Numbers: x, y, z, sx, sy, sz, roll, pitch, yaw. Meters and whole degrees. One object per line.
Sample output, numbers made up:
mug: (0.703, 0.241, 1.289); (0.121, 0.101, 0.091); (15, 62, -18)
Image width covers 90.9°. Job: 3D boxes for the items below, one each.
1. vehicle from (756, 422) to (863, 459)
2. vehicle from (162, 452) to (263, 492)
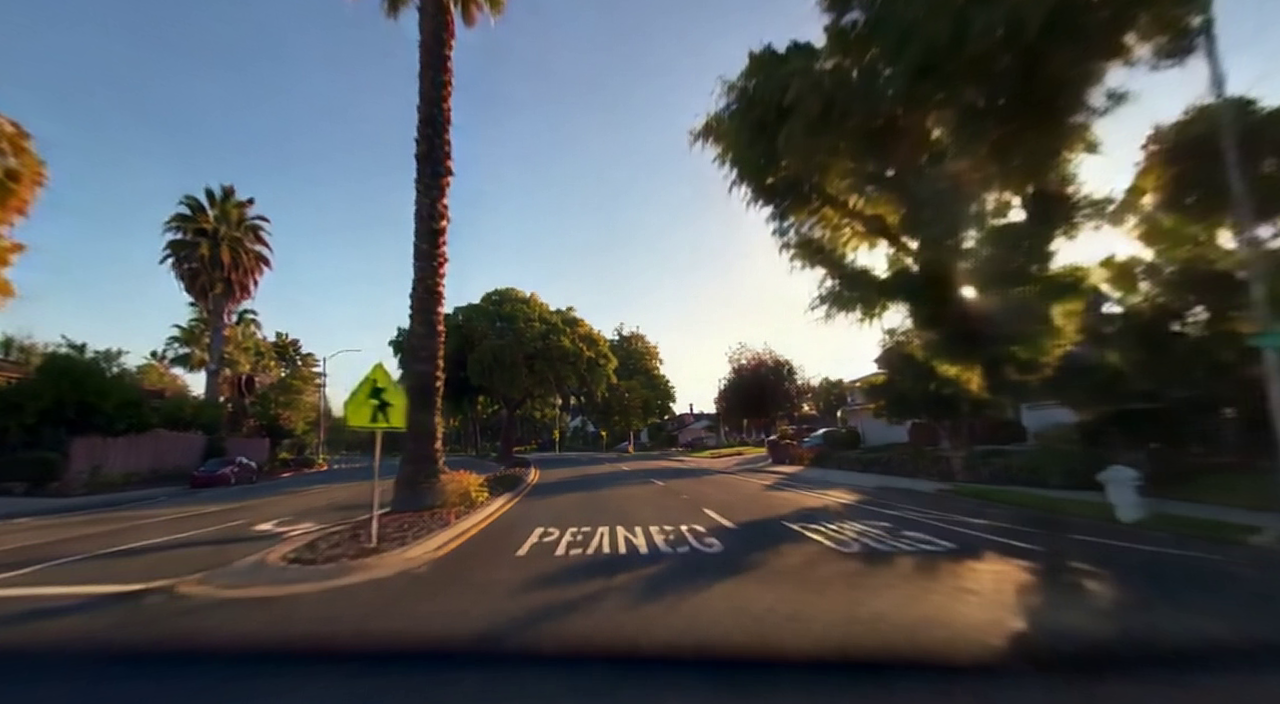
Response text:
vehicle: (10.263, 5.464, 38.570); (6.051, 2.092, 2.231); (-2, -11, 12)
vehicle: (-18.451, 5.167, 27.472); (1.941, 1.470, 4.384); (0, -8, -10)
